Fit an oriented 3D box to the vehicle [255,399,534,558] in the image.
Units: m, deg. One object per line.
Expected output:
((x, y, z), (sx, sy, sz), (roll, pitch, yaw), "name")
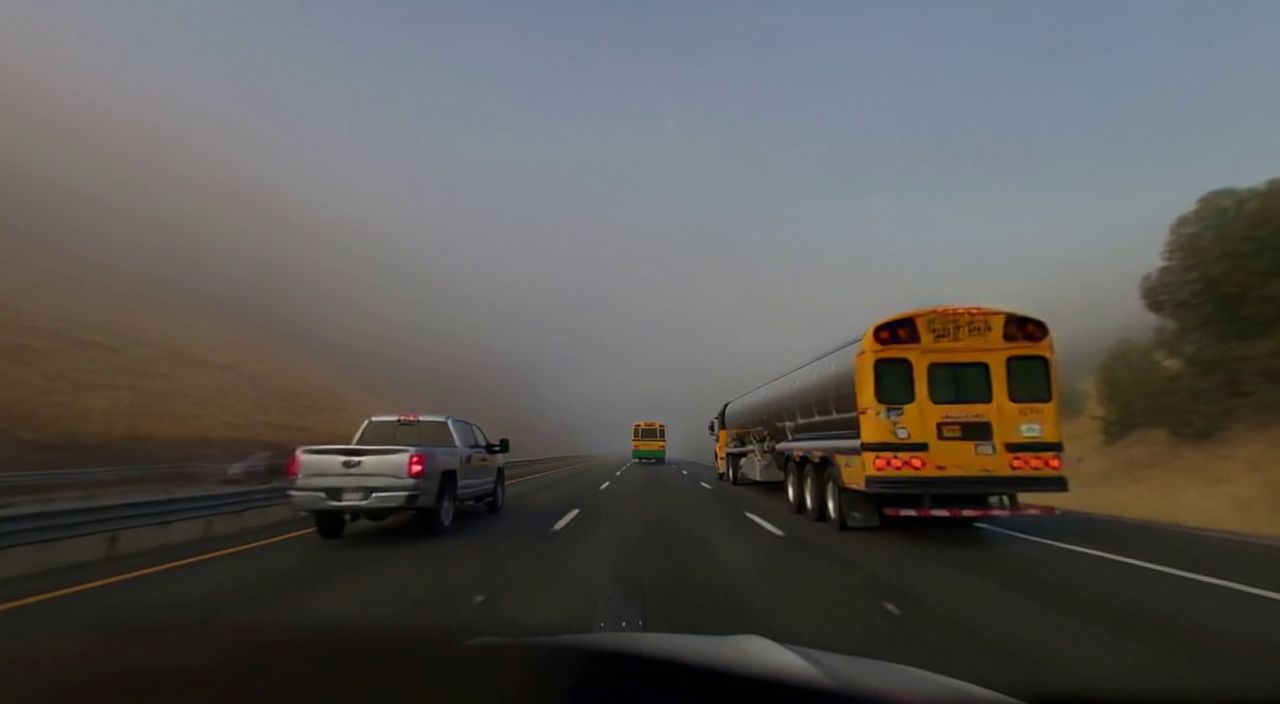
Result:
((-3.510, 1.977, 10.721), (2.241, 1.927, 5.833), (0, -8, 2), "vehicle")

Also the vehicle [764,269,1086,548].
((4.404, 1.203, 11.863), (2.716, 3.705, 7.018), (0, -8, 0), "vehicle")

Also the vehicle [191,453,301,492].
((-17.161, 5.228, 27.782), (1.887, 1.475, 4.533), (0, -8, 1), "vehicle")

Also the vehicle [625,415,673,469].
((0.572, 6.302, 43.971), (2.948, 3.265, 10.569), (0, -8, 0), "vehicle")
